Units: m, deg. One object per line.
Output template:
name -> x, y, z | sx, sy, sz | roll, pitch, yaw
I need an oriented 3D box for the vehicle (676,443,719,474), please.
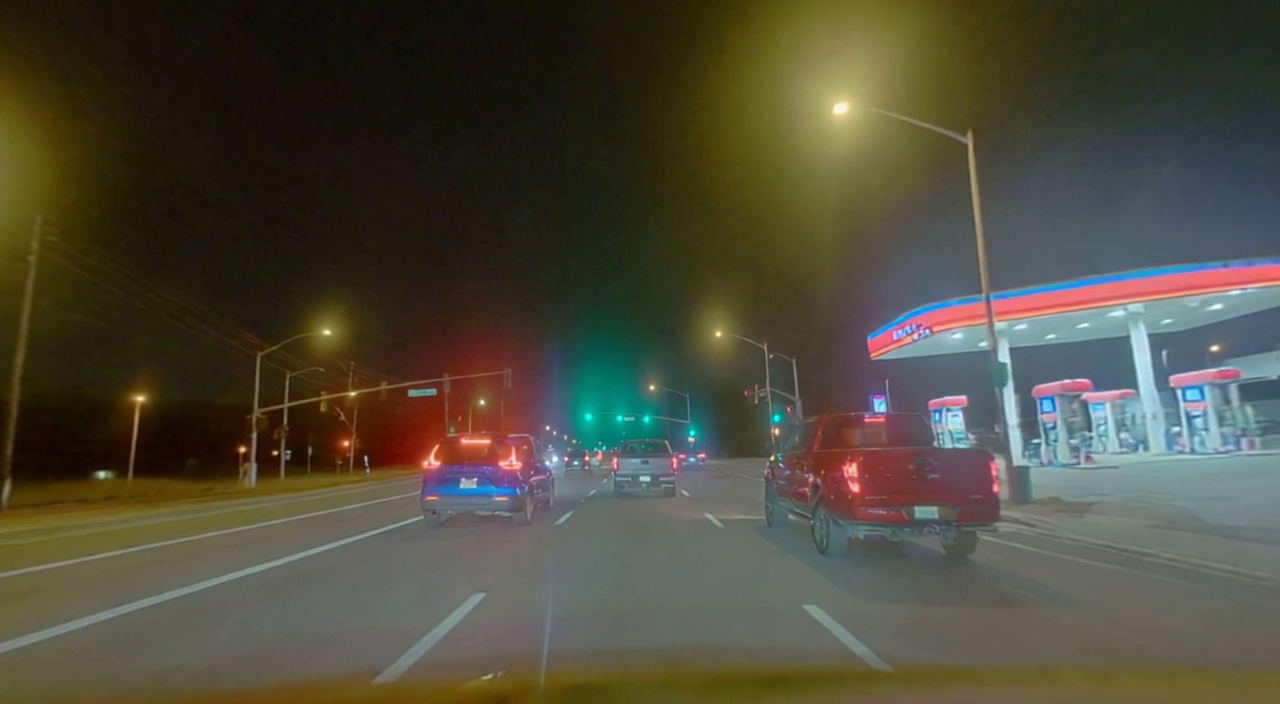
vehicle -> 3.392, 6.376, 38.100 | 2.122, 1.745, 4.337 | 0, -8, -1

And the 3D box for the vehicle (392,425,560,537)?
vehicle -> -2.851, 2.343, 12.098 | 2.019, 1.731, 4.299 | 0, -8, 1

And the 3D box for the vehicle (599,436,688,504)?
vehicle -> 0.048, 3.232, 17.706 | 2.181, 1.650, 4.083 | 0, -8, -1

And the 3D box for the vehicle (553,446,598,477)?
vehicle -> -3.383, 5.836, 33.865 | 1.954, 1.497, 4.078 | 0, -8, 0

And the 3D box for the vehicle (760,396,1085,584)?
vehicle -> 3.329, 1.769, 9.019 | 2.161, 1.868, 5.321 | 0, -8, 0
